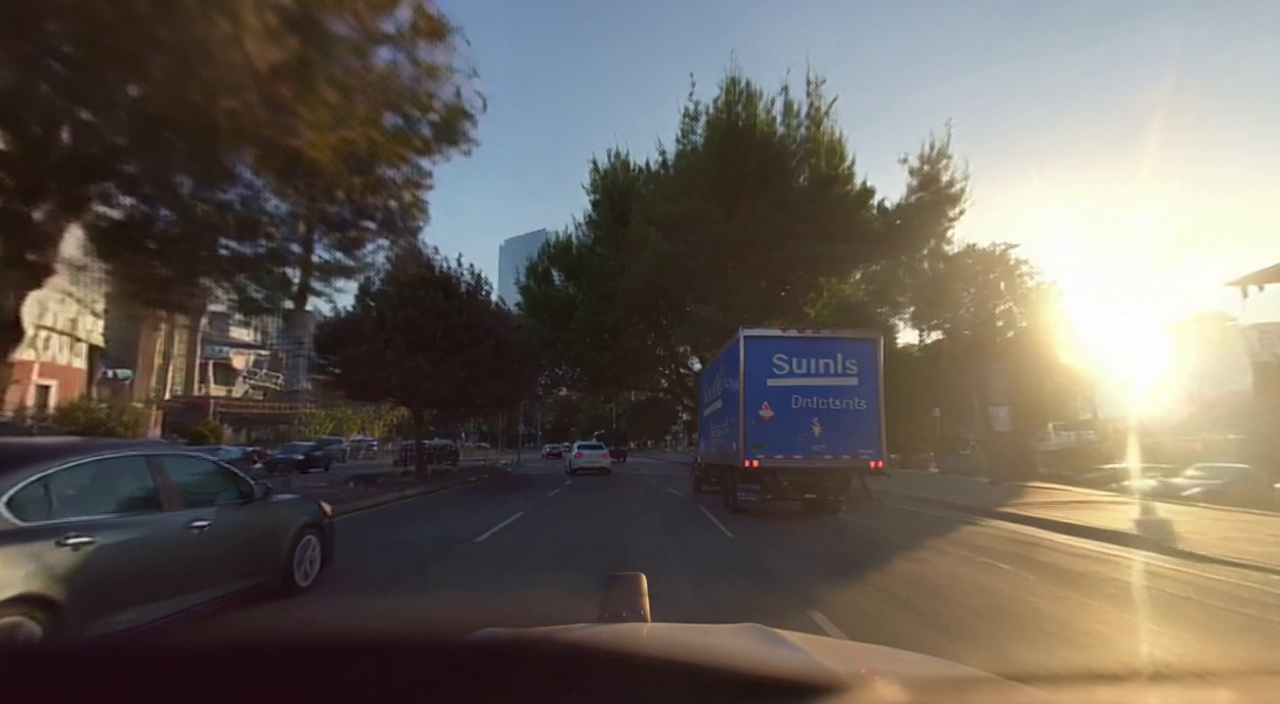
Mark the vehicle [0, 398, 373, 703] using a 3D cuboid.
[{"bbox_3d":[-3.611,1.177,4.072,1.828,1.515,4.422,0,-9,0],"label":"vehicle"}]

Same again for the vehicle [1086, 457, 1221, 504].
[{"bbox_3d":[19.982,4.923,24.428,4.581,1.612,2.083,4,-9,-24],"label":"vehicle"}]

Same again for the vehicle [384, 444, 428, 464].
[{"bbox_3d":[-17.930,7.819,48.297,2.015,1.465,4.723,1,-9,-5],"label":"vehicle"}]

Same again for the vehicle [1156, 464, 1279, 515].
[{"bbox_3d":[20.811,4.723,21.907,4.684,1.477,2.079,3,-9,-20],"label":"vehicle"}]

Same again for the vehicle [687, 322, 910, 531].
[{"bbox_3d":[3.061,1.889,15.235,2.905,3.644,8.441,0,-9,-2],"label":"vehicle"}]

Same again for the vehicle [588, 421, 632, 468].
[{"bbox_3d":[-2.380,6.902,46.693,2.837,3.142,7.371,2,-9,-5],"label":"vehicle"}]

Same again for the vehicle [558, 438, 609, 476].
[{"bbox_3d":[-2.995,5.426,32.597,2.388,1.811,4.455,1,-9,-8],"label":"vehicle"}]
